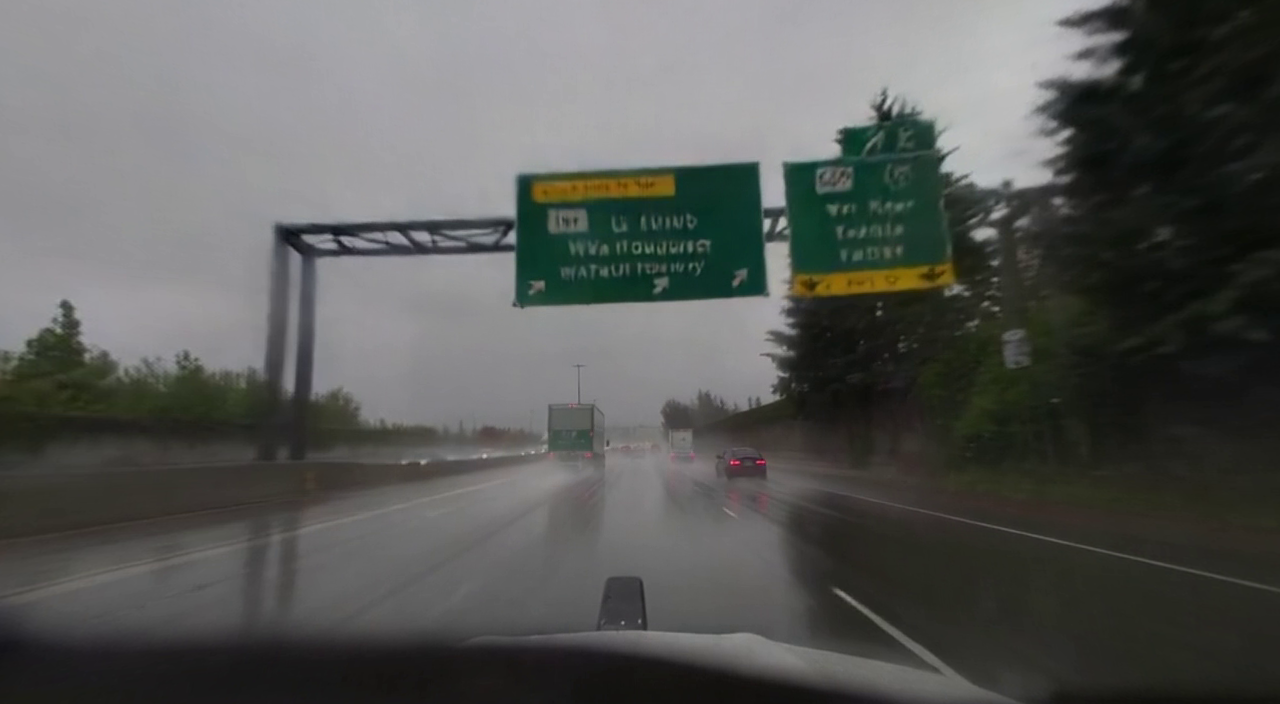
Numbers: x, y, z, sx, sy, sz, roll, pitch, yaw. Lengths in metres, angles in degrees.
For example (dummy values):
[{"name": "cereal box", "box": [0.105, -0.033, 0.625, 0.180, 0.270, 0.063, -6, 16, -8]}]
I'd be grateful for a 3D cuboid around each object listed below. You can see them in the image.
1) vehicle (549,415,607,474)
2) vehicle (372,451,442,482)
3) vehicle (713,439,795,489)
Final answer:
[{"name": "vehicle", "box": [-3.581, 5.583, 37.924, 2.667, 3.195, 6.731, 0, -9, 1]}, {"name": "vehicle", "box": [-11.662, 5.726, 31.901, 1.810, 1.429, 4.420, 0, -9, 1]}, {"name": "vehicle", "box": [3.810, 3.837, 21.806, 1.983, 1.545, 4.038, 0, -9, -1]}]
